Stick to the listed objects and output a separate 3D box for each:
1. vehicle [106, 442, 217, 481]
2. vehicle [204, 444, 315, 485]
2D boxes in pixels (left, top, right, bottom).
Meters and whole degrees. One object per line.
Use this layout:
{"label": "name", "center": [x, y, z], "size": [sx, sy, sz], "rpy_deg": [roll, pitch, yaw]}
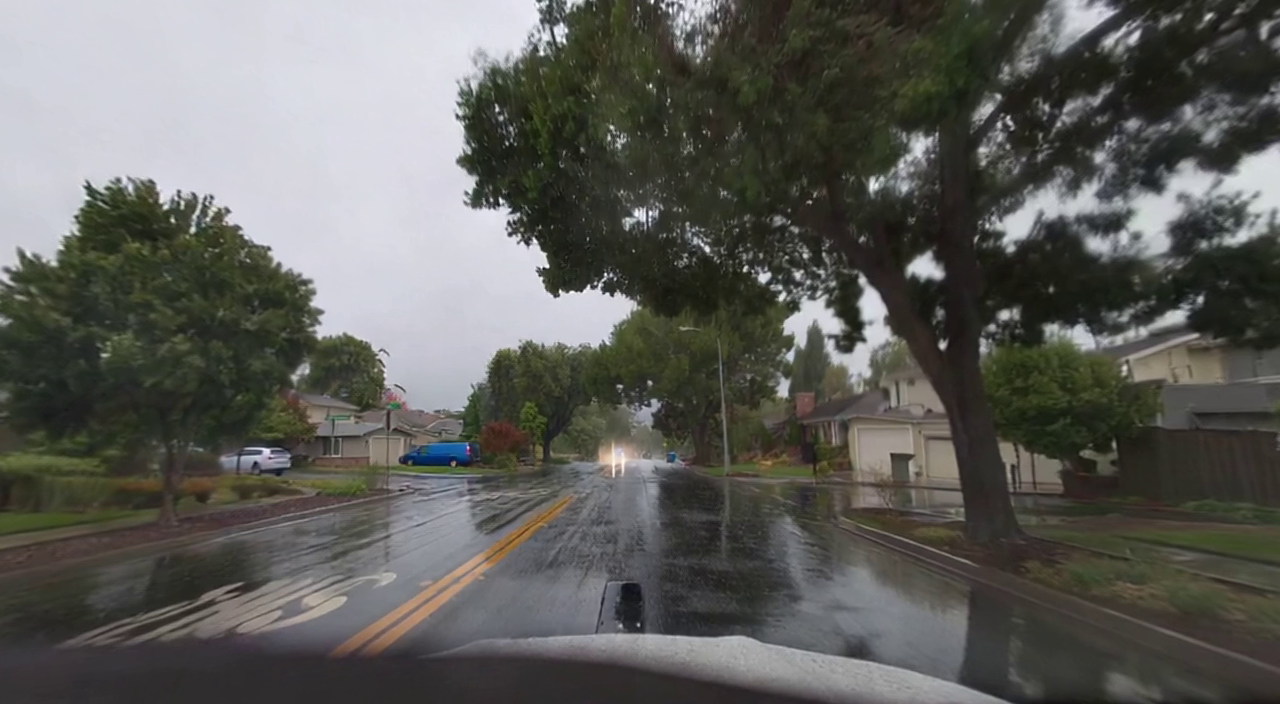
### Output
{"label": "vehicle", "center": [-25.230, 5.711, 33.250], "size": [5.987, 1.881, 2.249], "rpy_deg": [-5, -10, 29]}
{"label": "vehicle", "center": [-17.671, 5.163, 29.324], "size": [4.876, 1.763, 2.016], "rpy_deg": [-5, -10, 27]}
